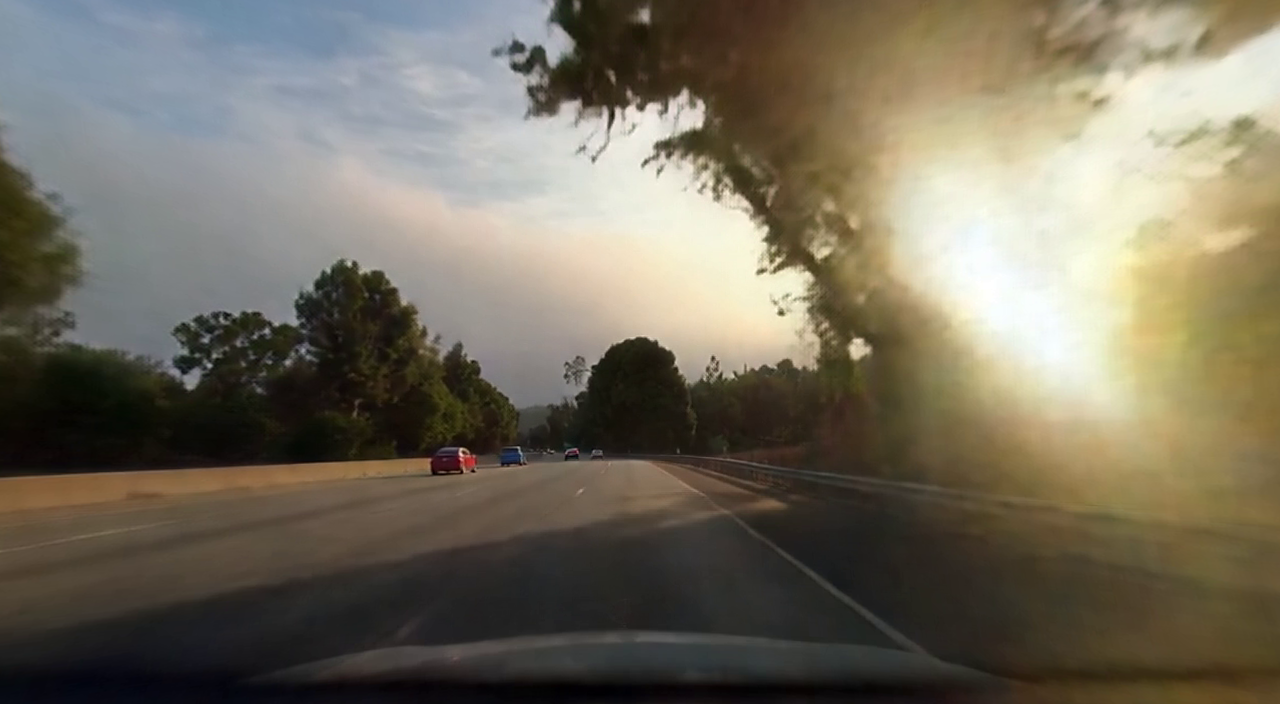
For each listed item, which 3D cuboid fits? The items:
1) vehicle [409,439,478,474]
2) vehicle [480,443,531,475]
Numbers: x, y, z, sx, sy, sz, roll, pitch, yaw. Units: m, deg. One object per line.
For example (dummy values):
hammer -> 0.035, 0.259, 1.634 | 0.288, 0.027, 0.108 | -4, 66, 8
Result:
vehicle -> -11.665, 6.247, 37.888 | 2.425, 1.926, 5.584 | 0, -9, -1
vehicle -> -7.619, 6.078, 36.032 | 2.060, 1.680, 4.255 | 0, -9, -1
